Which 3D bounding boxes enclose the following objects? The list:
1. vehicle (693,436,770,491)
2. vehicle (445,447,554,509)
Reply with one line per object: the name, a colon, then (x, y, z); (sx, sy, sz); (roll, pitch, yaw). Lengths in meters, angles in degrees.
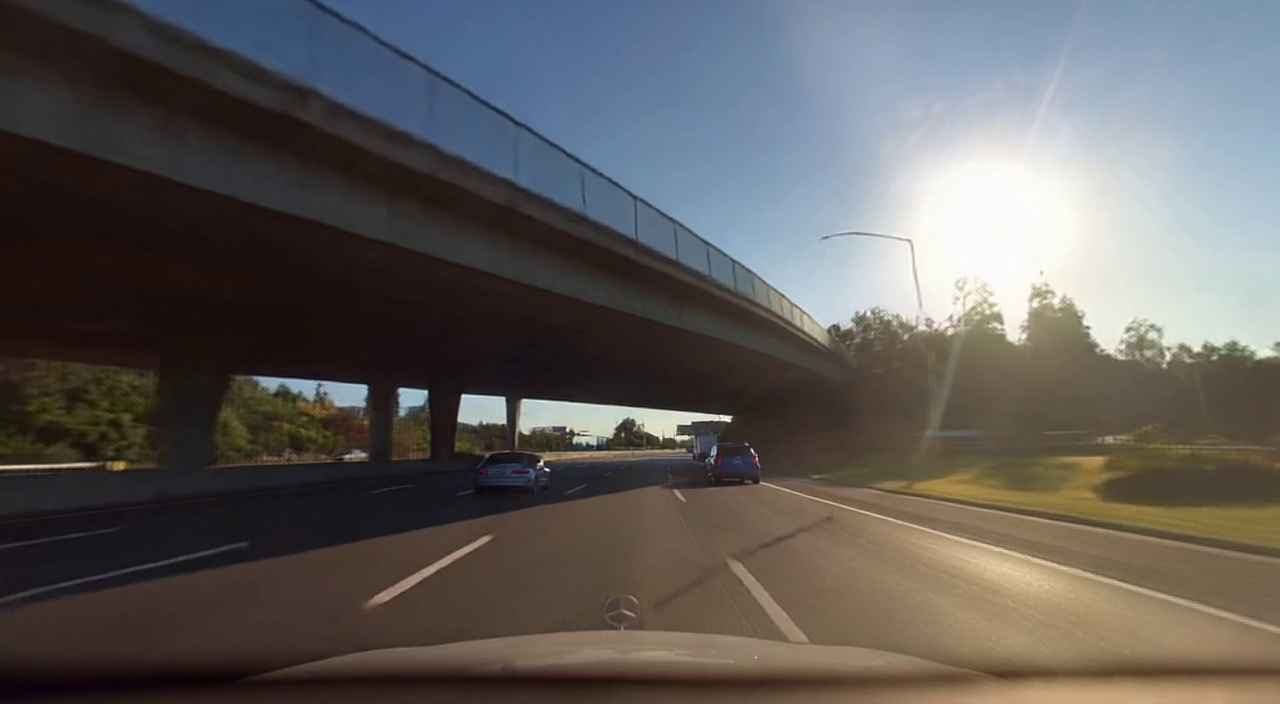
vehicle: (3.301, 4.132, 23.631); (2.225, 1.833, 4.340); (0, -9, 0)
vehicle: (-3.717, 3.405, 17.503); (1.937, 1.490, 4.372); (0, -9, 1)
